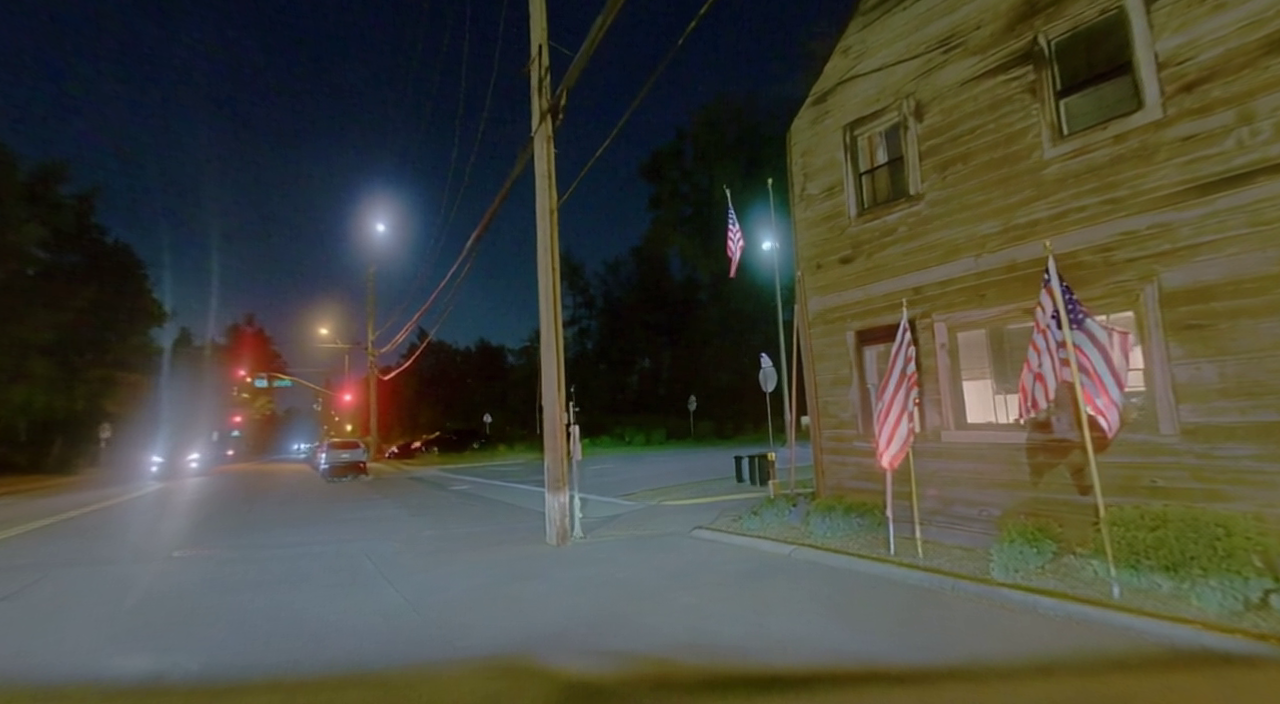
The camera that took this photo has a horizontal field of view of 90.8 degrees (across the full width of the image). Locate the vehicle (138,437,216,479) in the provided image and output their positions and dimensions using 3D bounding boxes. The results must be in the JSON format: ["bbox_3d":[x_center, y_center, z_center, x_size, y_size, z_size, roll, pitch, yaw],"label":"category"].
[{"bbox_3d":[-21.771,4.982,29.912,2.086,1.798,4.511,4,-9,-25],"label":"vehicle"}]

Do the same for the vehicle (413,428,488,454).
[{"bbox_3d":[-13.506,6.380,45.104,4.767,1.735,1.920,4,-9,-27],"label":"vehicle"}]

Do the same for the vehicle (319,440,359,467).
[{"bbox_3d":[-17.600,5.910,36.859,1.941,1.460,4.206,4,-9,-26],"label":"vehicle"}]
